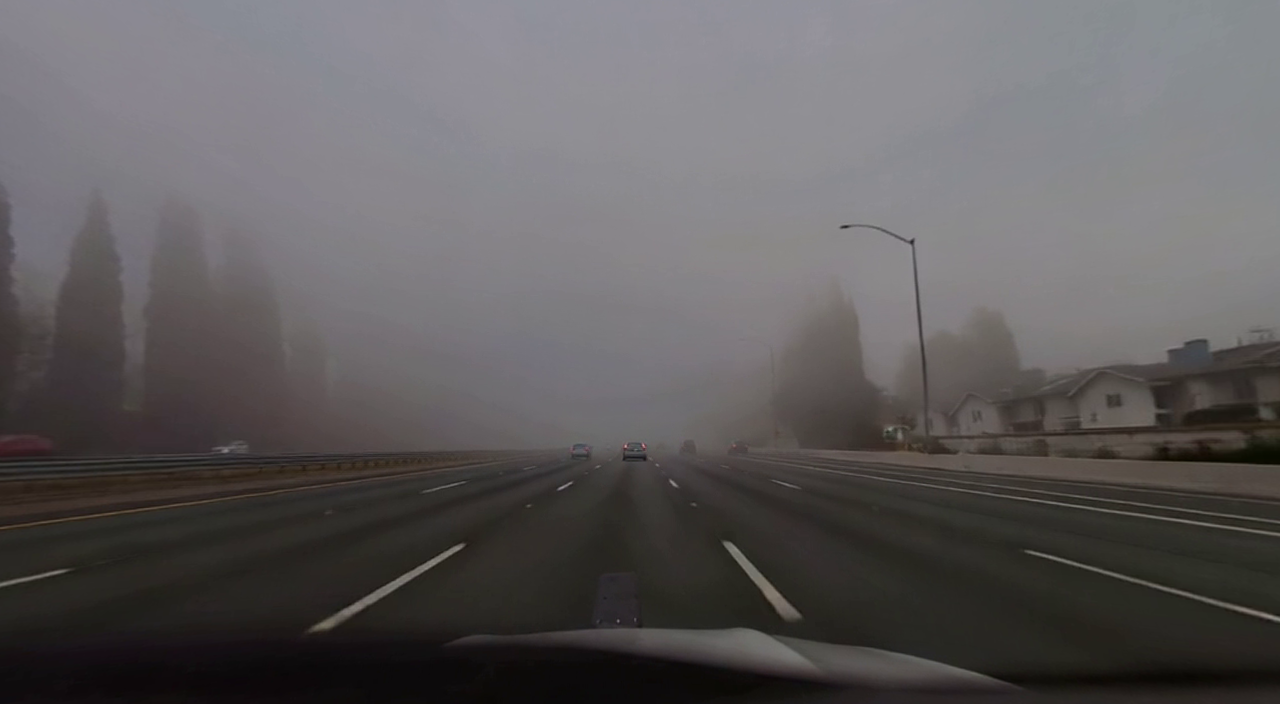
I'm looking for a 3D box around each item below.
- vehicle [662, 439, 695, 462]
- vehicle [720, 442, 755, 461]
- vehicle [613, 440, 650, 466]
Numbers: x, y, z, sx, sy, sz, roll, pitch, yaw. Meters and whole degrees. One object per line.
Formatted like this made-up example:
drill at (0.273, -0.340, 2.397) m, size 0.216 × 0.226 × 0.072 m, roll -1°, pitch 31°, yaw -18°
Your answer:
vehicle at (2.791, 7.268, 46.986) m, size 2.084 × 1.624 × 3.935 m, roll 0°, pitch -8°, yaw -1°
vehicle at (7.542, 7.740, 49.413) m, size 2.009 × 1.419 × 3.970 m, roll 0°, pitch -8°, yaw -1°
vehicle at (-0.494, 6.135, 38.702) m, size 2.146 × 1.485 × 4.332 m, roll 0°, pitch -8°, yaw 0°
